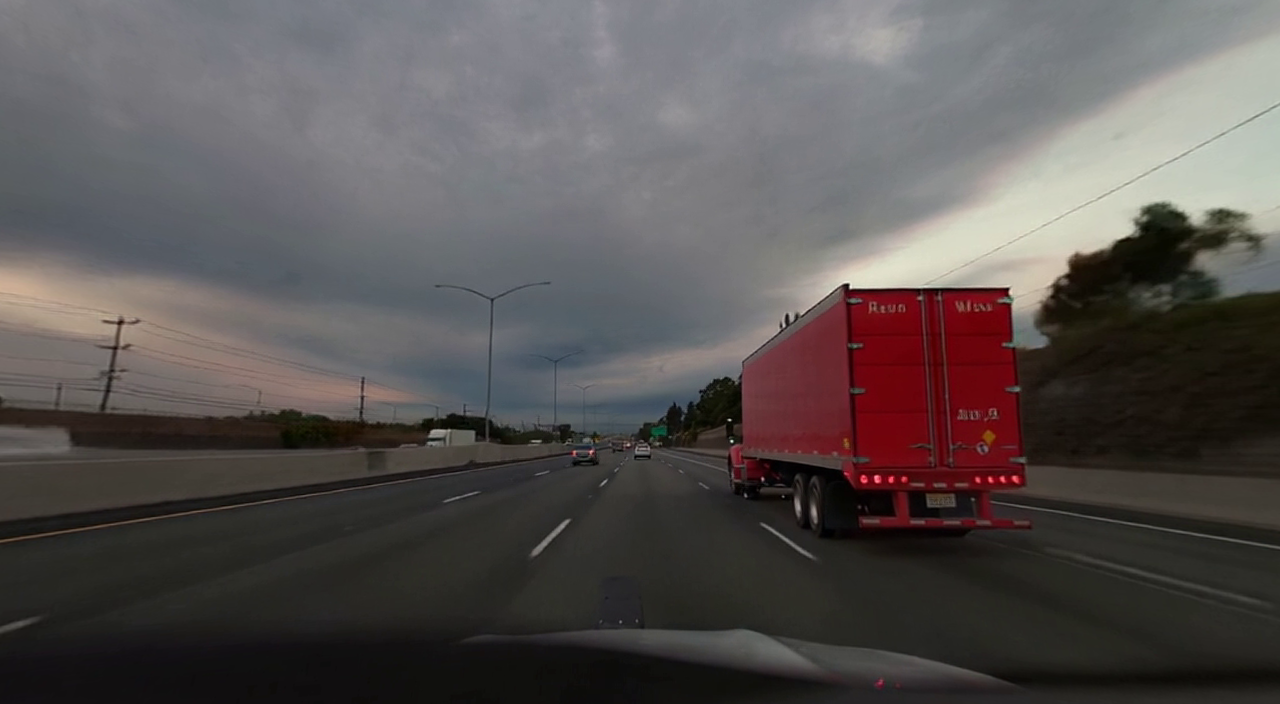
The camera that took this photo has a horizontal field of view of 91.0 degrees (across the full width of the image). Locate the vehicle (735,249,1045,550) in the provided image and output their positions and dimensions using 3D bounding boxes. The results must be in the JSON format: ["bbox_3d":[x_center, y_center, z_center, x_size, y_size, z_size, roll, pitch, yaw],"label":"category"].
[{"bbox_3d":[3.821,1.099,12.069,3.042,4.037,7.253,0,-9,2],"label":"vehicle"}]

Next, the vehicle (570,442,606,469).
[{"bbox_3d":[-3.407,6.869,41.977,2.000,1.658,4.155,0,-9,0],"label":"vehicle"}]
